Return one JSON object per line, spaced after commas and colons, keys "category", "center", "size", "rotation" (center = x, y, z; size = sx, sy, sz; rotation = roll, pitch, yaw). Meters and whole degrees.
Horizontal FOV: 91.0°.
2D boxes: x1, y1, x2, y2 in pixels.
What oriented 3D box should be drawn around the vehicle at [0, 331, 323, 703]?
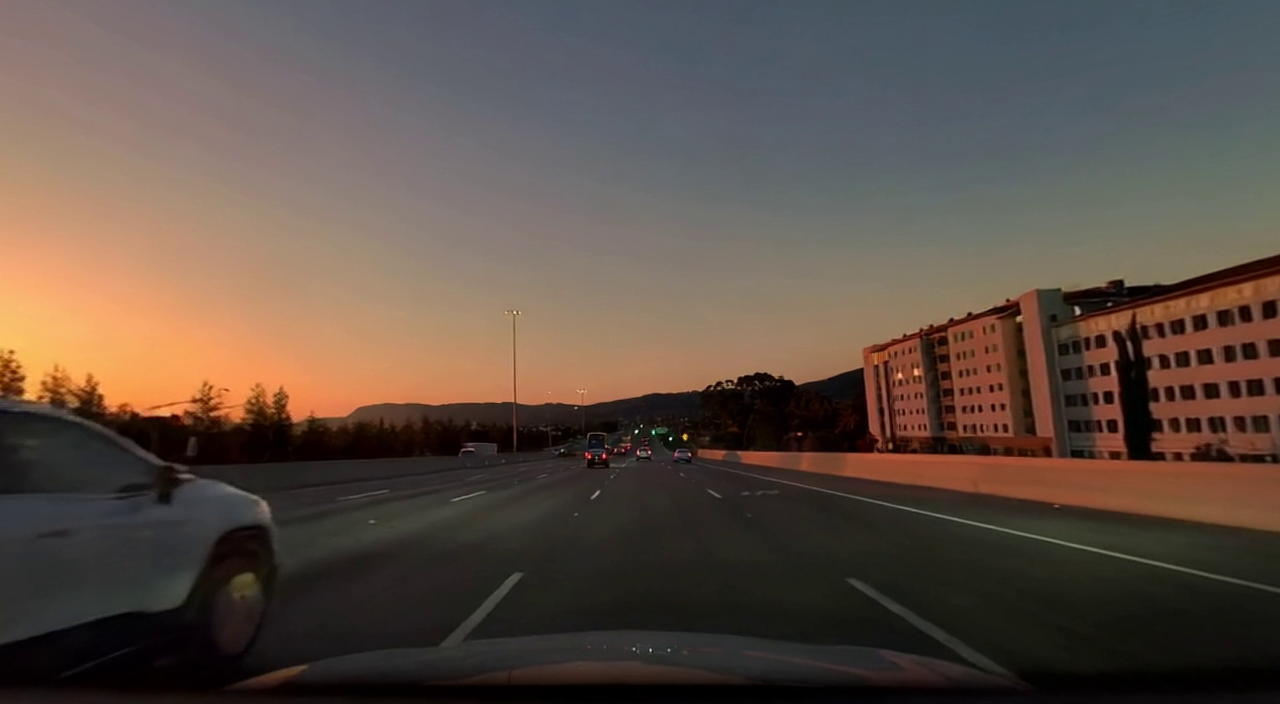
{"category": "vehicle", "center": [-3.346, 0.772, 2.087], "size": [2.075, 1.721, 4.763], "rotation": [0, -9, 0]}
